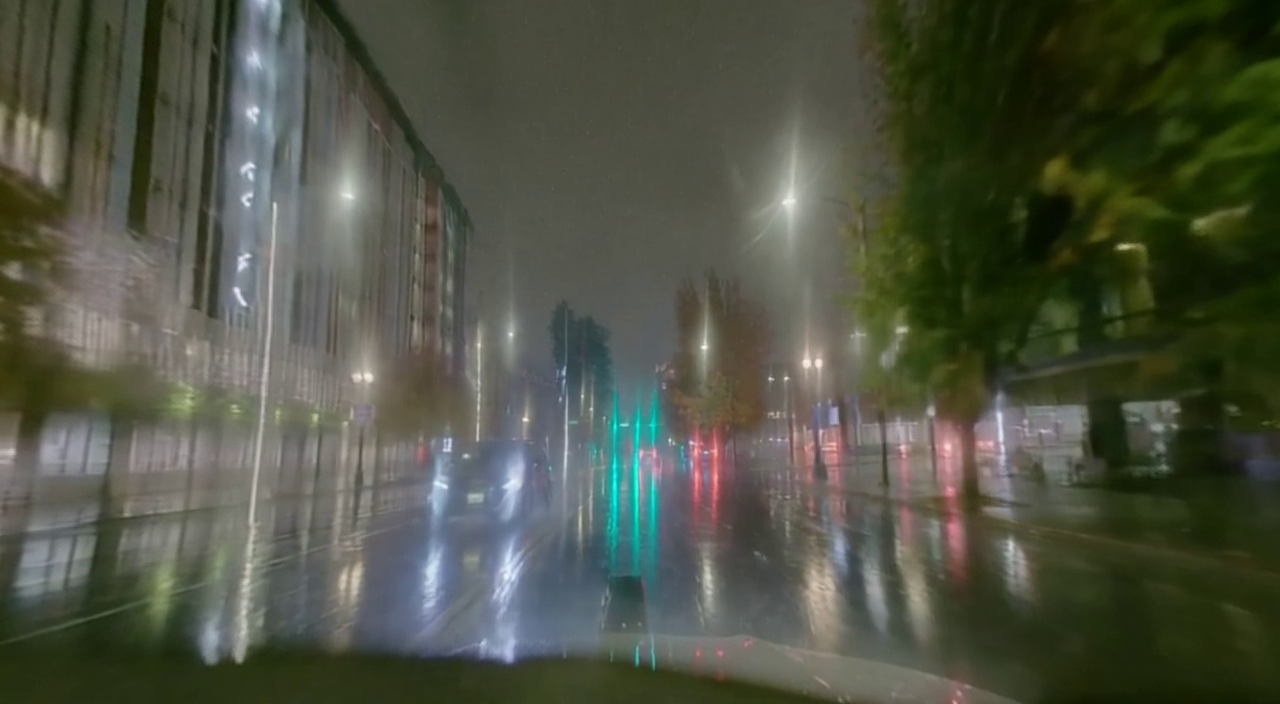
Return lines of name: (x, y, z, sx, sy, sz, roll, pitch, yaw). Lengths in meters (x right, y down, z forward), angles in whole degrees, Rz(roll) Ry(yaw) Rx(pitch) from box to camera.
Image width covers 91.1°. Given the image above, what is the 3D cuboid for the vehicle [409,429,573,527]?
vehicle: (-2.901, 2.587, 13.483, 2.332, 1.732, 4.463, 0, -9, 1)
